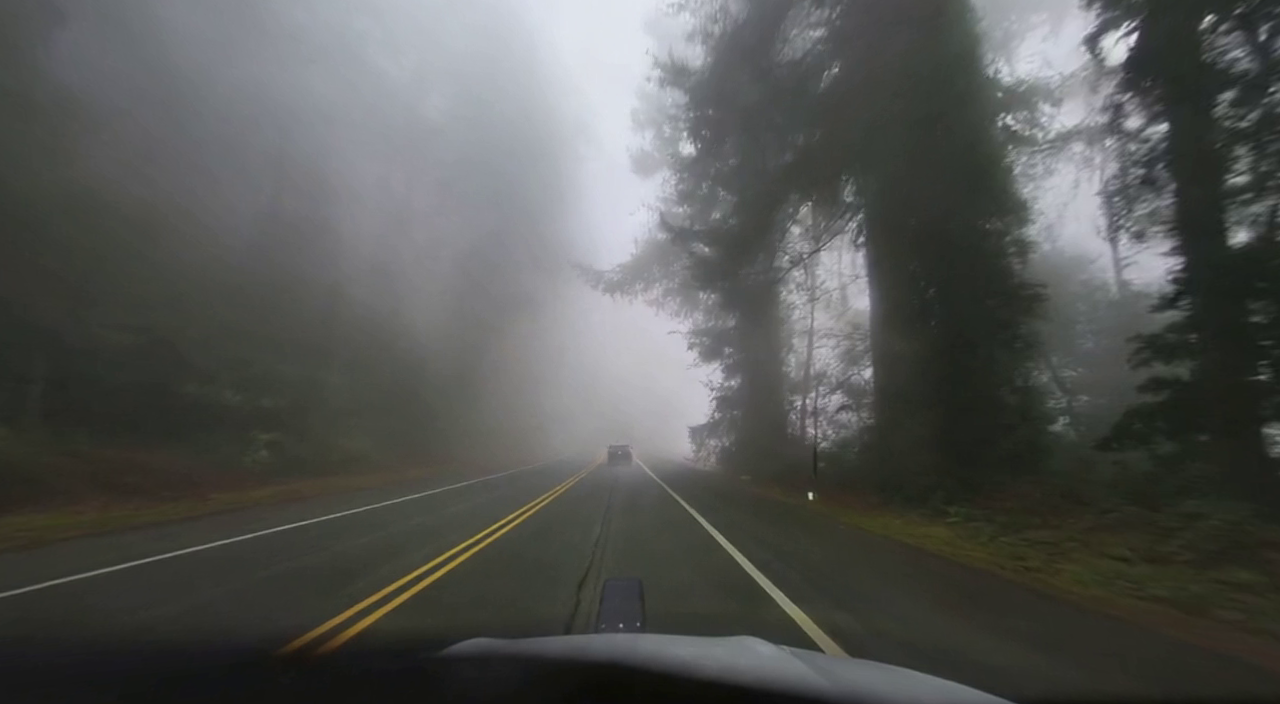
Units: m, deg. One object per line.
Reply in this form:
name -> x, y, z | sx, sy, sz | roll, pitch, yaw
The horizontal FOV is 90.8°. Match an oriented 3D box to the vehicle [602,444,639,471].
vehicle -> -1.180, 6.256, 37.693 | 2.042, 1.489, 3.963 | 0, -9, -2
